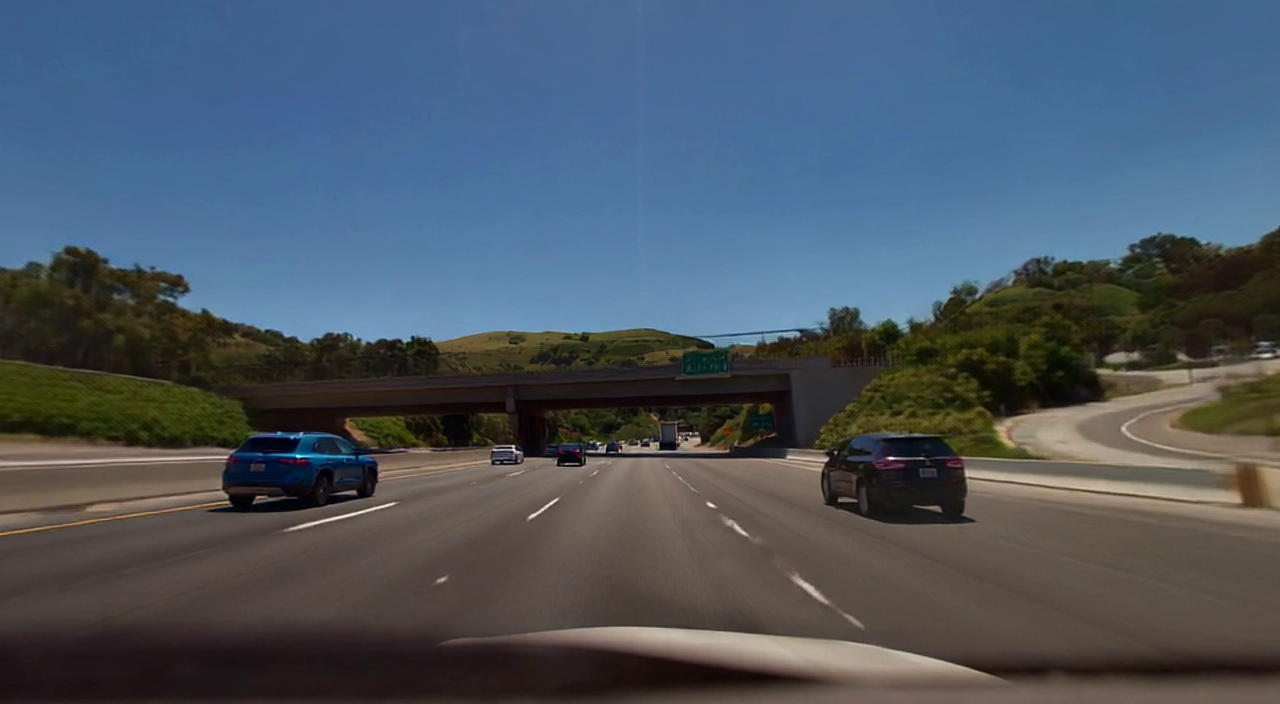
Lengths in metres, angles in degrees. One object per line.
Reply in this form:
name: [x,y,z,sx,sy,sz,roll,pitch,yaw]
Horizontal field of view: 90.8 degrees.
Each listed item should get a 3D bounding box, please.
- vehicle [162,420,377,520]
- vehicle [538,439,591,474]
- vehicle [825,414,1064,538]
vehicle: [-7.214,2.337,12.939,1.860,1.694,4.173,0,-9,0]
vehicle: [-3.465,4.933,29.924,1.925,1.509,4.363,0,-9,1]
vehicle: [4.956,2.083,11.193,1.950,1.719,4.545,0,-9,0]
